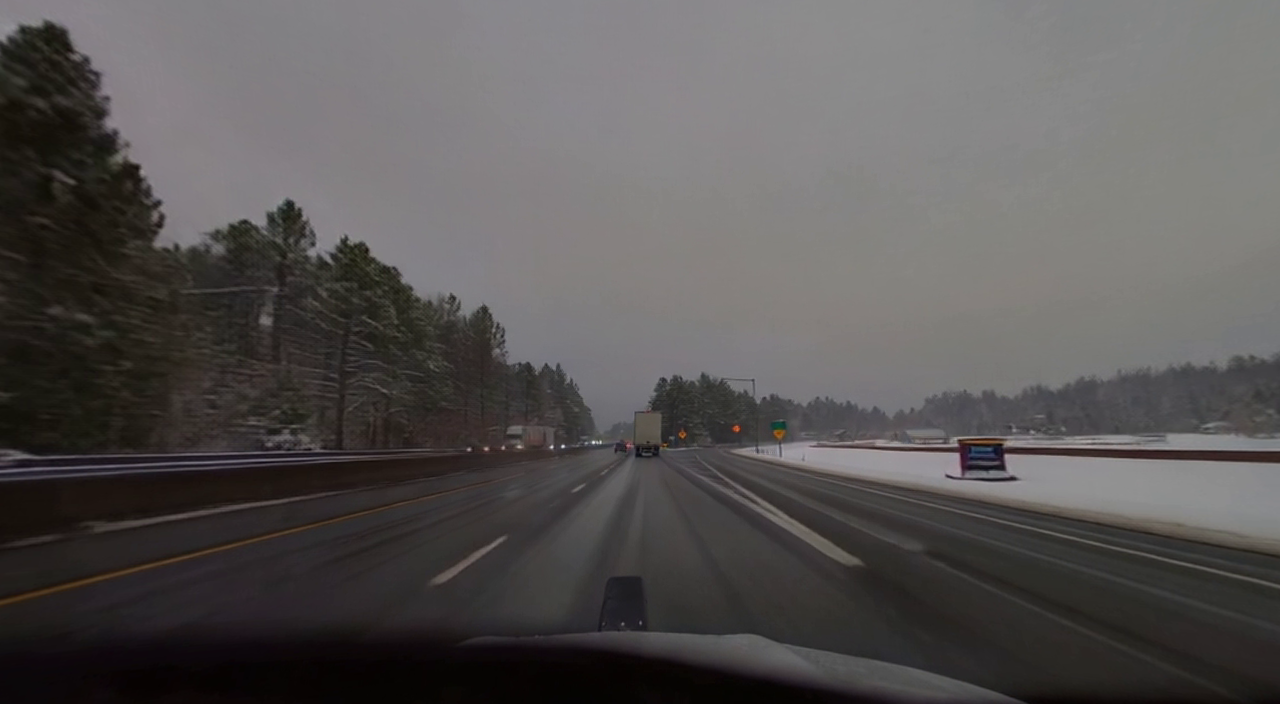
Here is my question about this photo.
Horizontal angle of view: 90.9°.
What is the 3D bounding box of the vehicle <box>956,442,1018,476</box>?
[{"bbox_3d":[25.180,7.697,45.702,2.607,2.287,4.629,-9,-12,43],"label":"vehicle"}]
